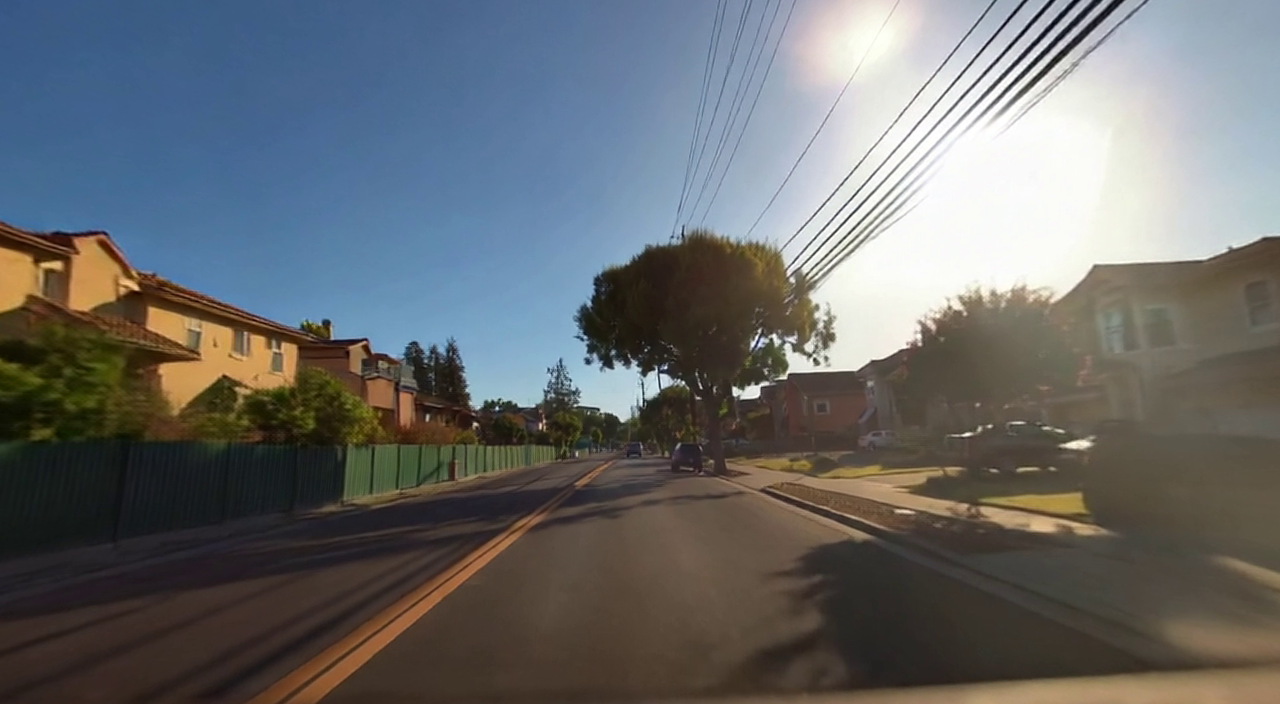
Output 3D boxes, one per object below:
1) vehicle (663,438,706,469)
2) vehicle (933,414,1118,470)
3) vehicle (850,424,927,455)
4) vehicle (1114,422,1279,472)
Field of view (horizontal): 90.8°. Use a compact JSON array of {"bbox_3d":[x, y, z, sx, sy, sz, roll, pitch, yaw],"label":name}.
[{"bbox_3d":[2.569,6.005,37.510,2.108,1.710,4.499,0,-8,-1],"label":"vehicle"},{"bbox_3d":[12.630,2.992,20.987,4.701,1.745,2.083,-1,-9,2],"label":"vehicle"},{"bbox_3d":[17.725,6.249,45.245,4.457,1.780,2.170,-5,-8,-1],"label":"vehicle"},{"bbox_3d":[18.816,3.141,20.872,4.558,1.554,1.990,0,-9,4],"label":"vehicle"}]
